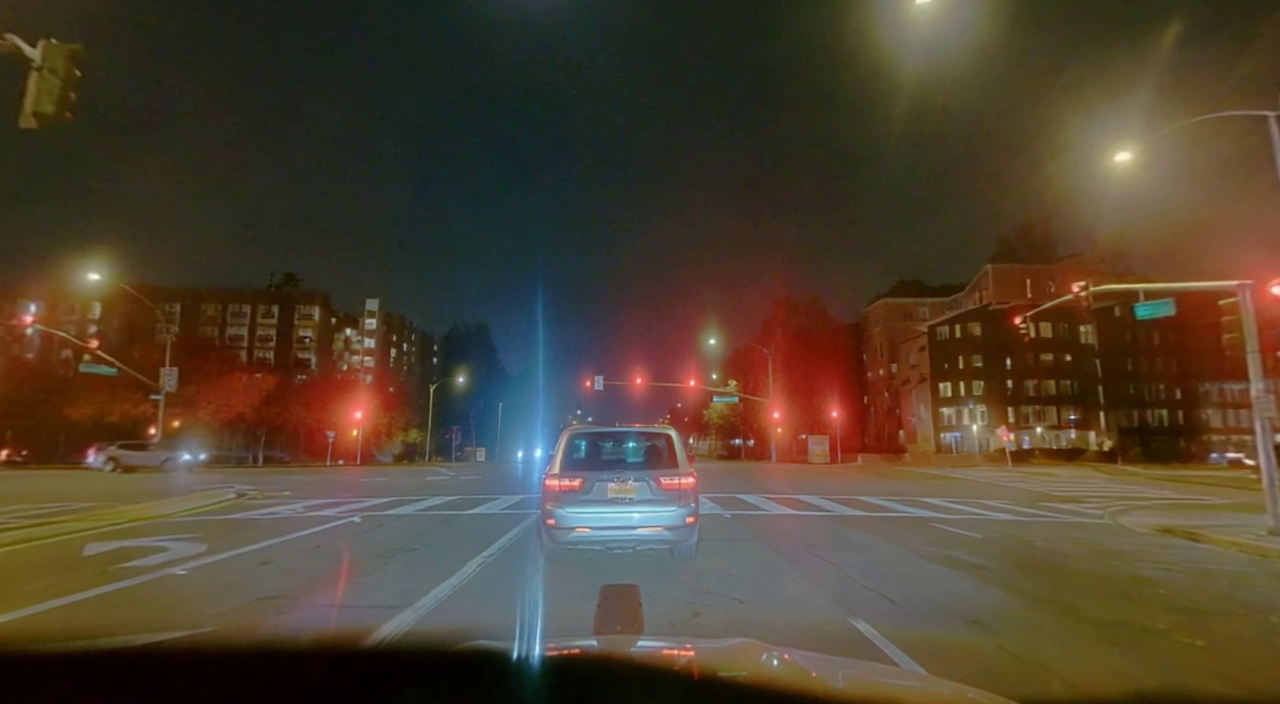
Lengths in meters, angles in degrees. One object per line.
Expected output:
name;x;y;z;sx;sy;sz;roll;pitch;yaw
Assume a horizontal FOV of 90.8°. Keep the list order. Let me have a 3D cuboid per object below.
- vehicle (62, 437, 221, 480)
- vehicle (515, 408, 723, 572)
vehicle;-20.886;4.471;26.643;4.912;1.731;2.022;0;-8;-1
vehicle;-0.234;1.664;8.332;2.066;1.618;3.922;0;-8;-1
